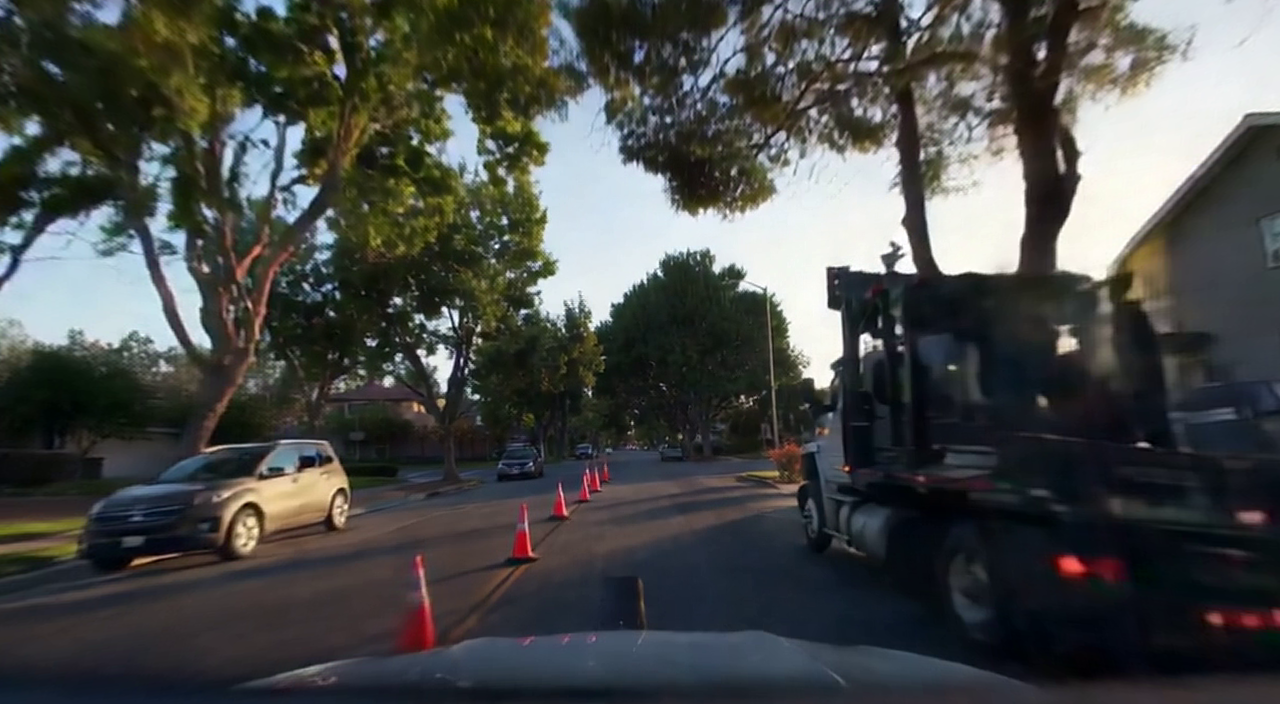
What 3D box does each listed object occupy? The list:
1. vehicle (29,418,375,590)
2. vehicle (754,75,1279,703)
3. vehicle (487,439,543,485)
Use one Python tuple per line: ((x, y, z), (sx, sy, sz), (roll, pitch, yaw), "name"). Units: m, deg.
((-6.207, 2.145, 9.901), (2.210, 1.849, 4.638), (-4, -8, -2), "vehicle")
((3.199, 0.608, 6.556), (2.750, 3.440, 6.535), (0, -8, 0), "vehicle")
((-5.788, 5.096, 29.678), (2.087, 1.835, 4.445), (-1, -7, -5), "vehicle")
